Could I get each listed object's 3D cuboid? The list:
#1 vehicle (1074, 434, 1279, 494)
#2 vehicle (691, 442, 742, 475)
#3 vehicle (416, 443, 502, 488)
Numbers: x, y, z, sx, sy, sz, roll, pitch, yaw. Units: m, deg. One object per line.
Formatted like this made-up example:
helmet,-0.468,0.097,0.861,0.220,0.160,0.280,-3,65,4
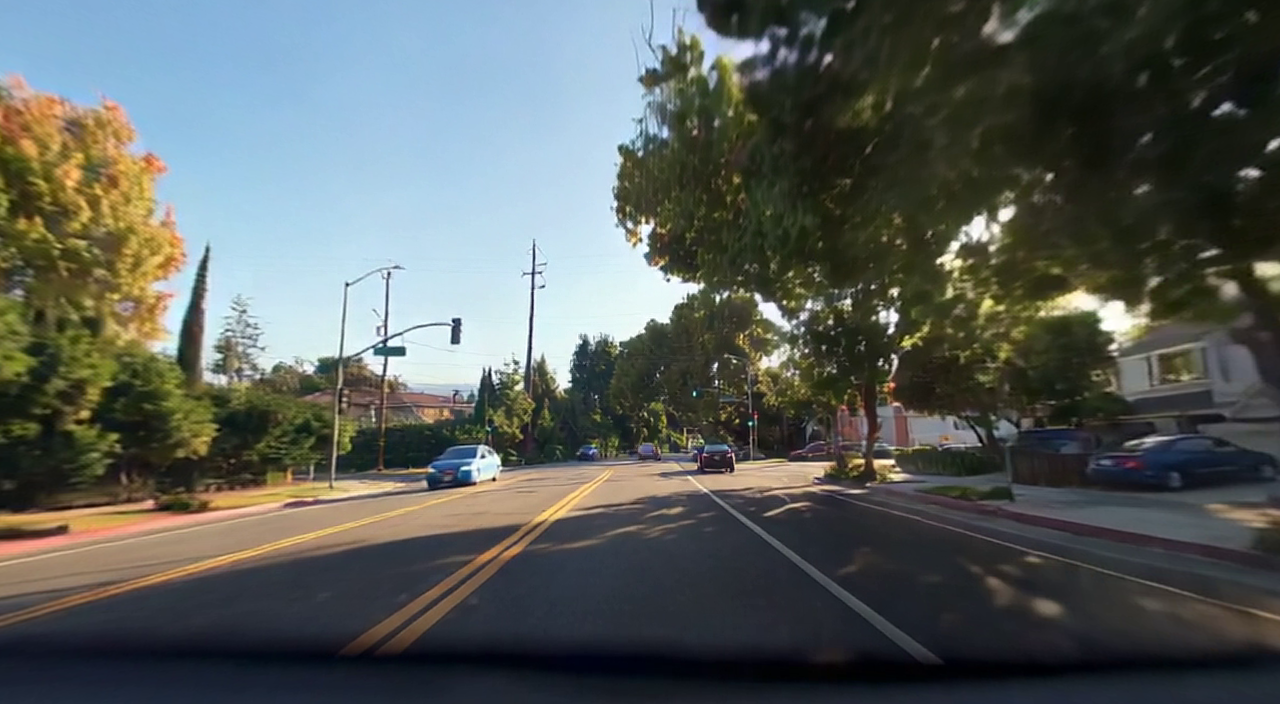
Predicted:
vehicle,14.699,2.973,16.935,4.838,1.474,1.873,1,-8,-6
vehicle,3.722,5.264,31.418,1.951,1.479,4.487,0,-8,-1
vehicle,-7.266,4.583,25.814,2.126,1.645,4.493,0,-8,1
